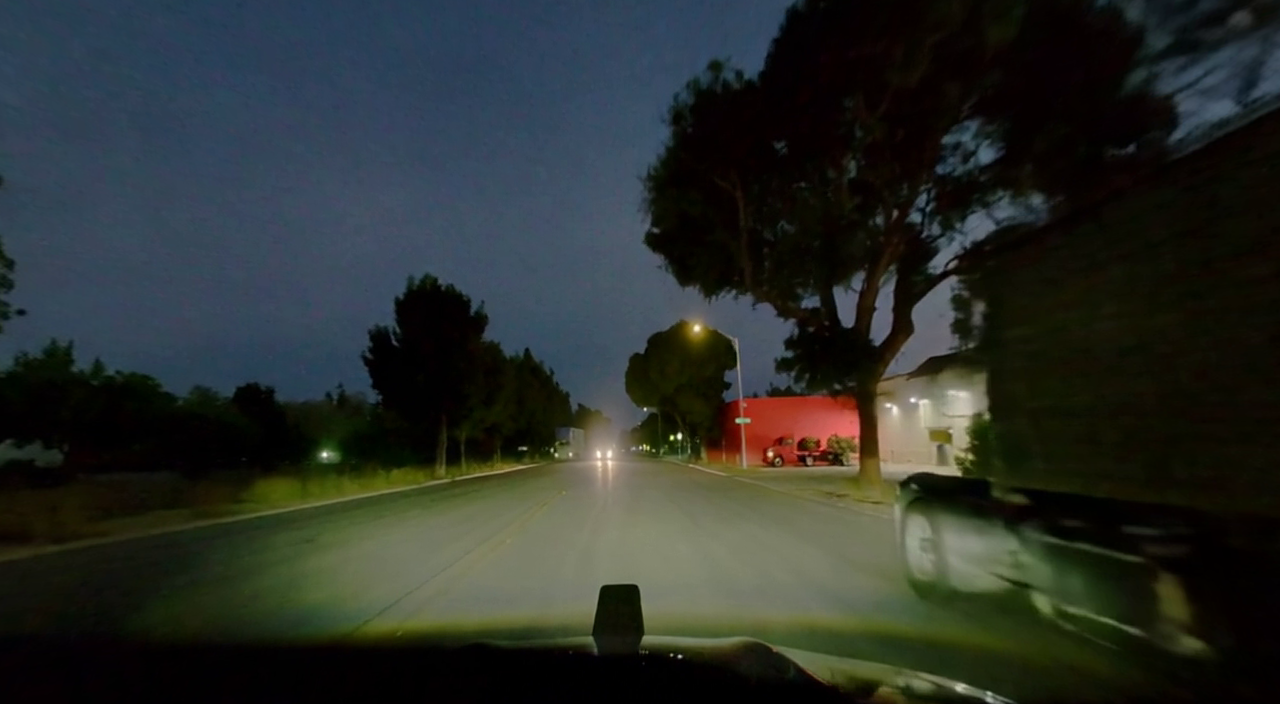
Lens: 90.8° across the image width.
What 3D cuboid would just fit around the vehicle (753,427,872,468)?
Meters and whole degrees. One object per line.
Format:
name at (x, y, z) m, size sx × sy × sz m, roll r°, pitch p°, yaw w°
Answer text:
vehicle at (11.582, 6.474, 42.867) m, size 7.188 × 2.416 × 2.528 m, roll -1°, pitch -9°, yaw -2°

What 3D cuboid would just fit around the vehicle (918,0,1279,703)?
vehicle at (4.123, 0.107, 2.479) m, size 3.019 × 3.303 × 6.252 m, roll 0°, pitch -9°, yaw -1°
